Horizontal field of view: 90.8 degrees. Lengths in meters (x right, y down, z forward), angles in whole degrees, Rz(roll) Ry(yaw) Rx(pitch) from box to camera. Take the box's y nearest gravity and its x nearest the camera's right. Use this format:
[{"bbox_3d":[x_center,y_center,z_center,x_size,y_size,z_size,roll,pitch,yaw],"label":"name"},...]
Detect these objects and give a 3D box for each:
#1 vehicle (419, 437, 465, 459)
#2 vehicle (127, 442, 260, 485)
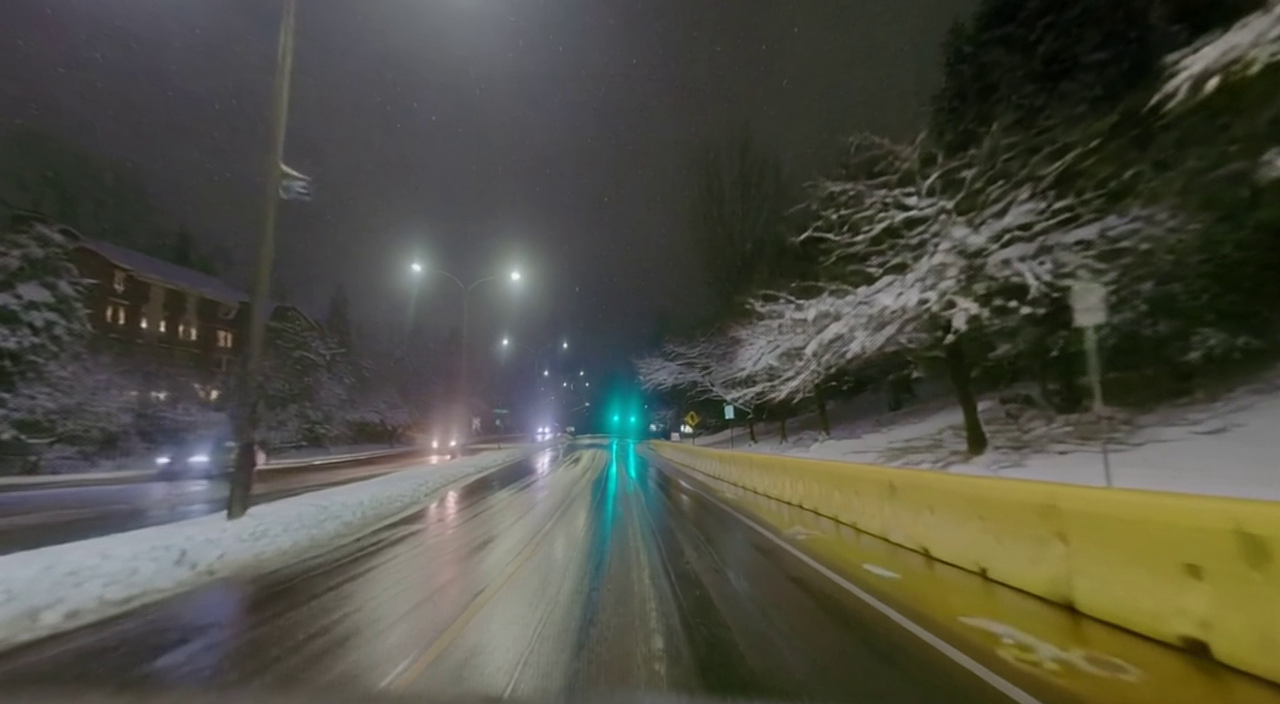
[{"bbox_3d":[-14.683,7.171,47.188,1.969,1.563,4.648,0,-9,-1],"label":"vehicle"},{"bbox_3d":[-17.559,4.402,25.204,1.892,1.521,4.641,0,-9,0],"label":"vehicle"}]
